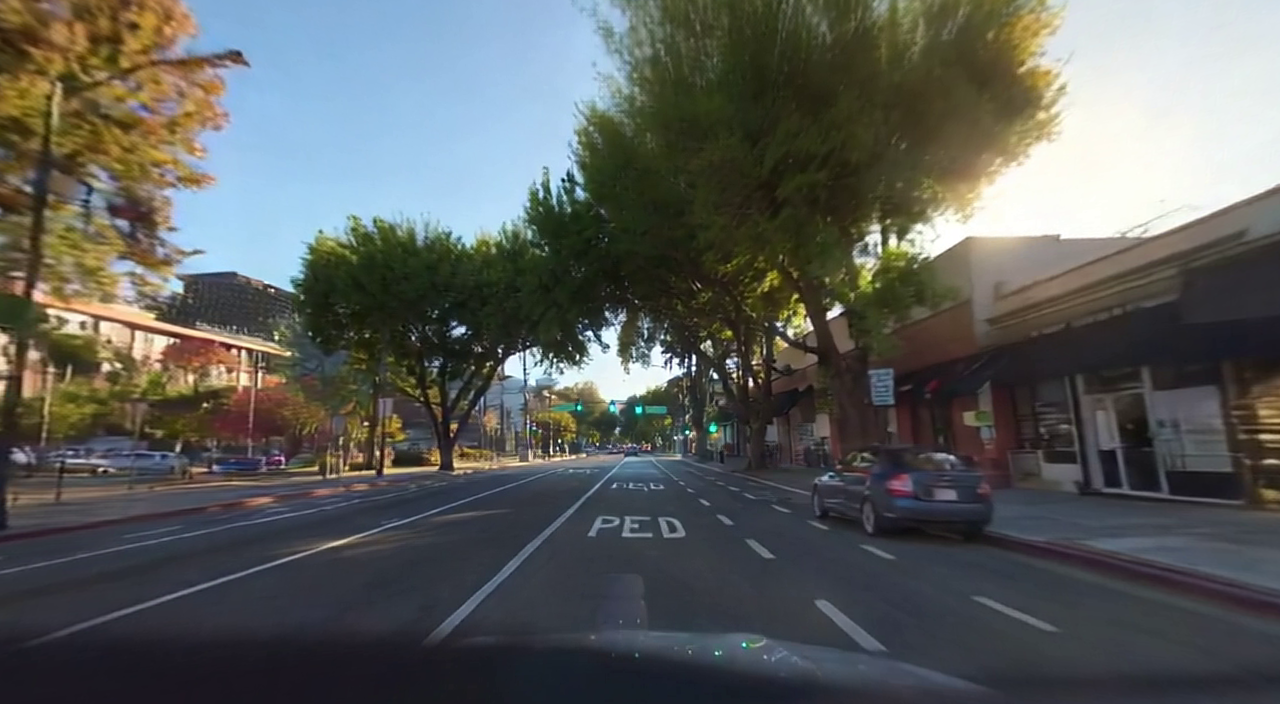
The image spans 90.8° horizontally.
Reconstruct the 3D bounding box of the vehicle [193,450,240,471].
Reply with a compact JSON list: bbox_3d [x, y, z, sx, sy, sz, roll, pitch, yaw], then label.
[{"bbox_3d":[-32.371,8.245,48.229,4.530,1.483,1.962,-8,-12,44],"label":"vehicle"}]

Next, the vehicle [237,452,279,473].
[{"bbox_3d":[-29.310,8.441,48.409,1.854,1.475,4.132,7,-12,-41],"label":"vehicle"}]

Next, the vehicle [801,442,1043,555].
[{"bbox_3d":[4.282,2.254,10.577,1.856,1.462,4.501,0,-8,-2],"label":"vehicle"}]
